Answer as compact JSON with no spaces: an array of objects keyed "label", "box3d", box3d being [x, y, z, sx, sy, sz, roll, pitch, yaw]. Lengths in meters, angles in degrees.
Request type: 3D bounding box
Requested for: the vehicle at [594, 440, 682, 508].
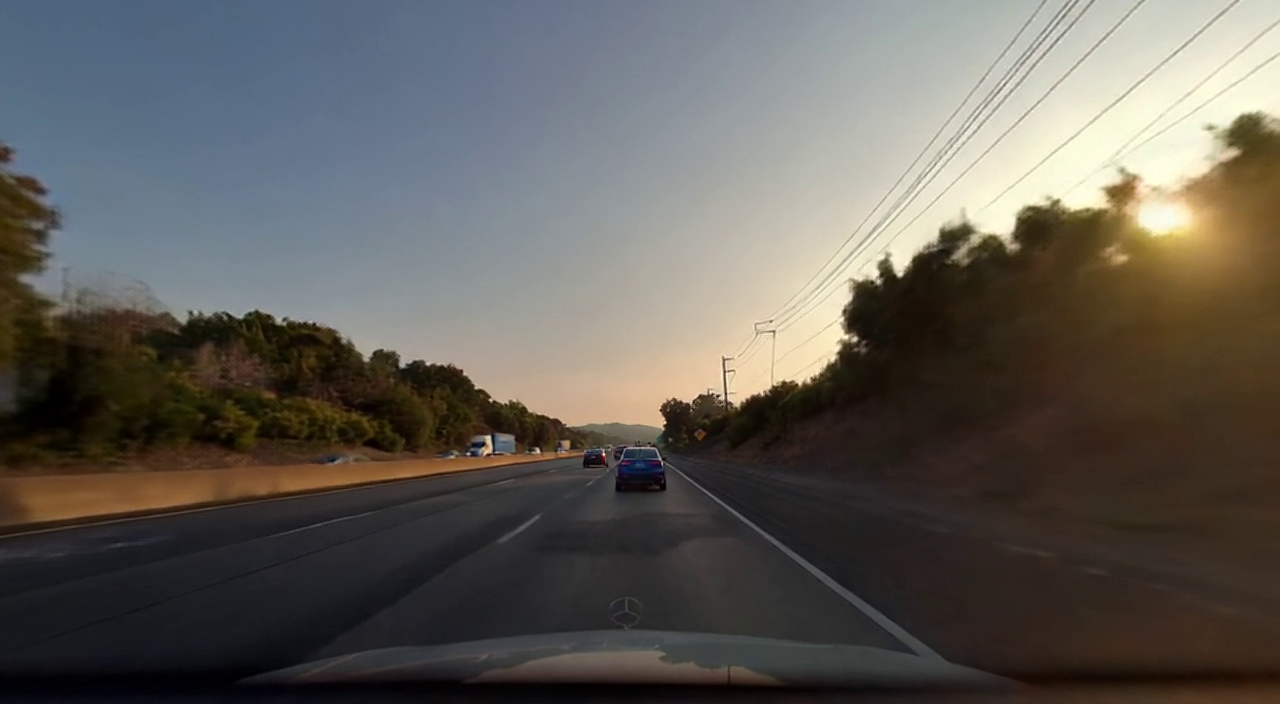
[{"label":"vehicle","box3d":[-0.058,3.089,16.419,1.966,1.499,4.298,0,-9,0]}]
